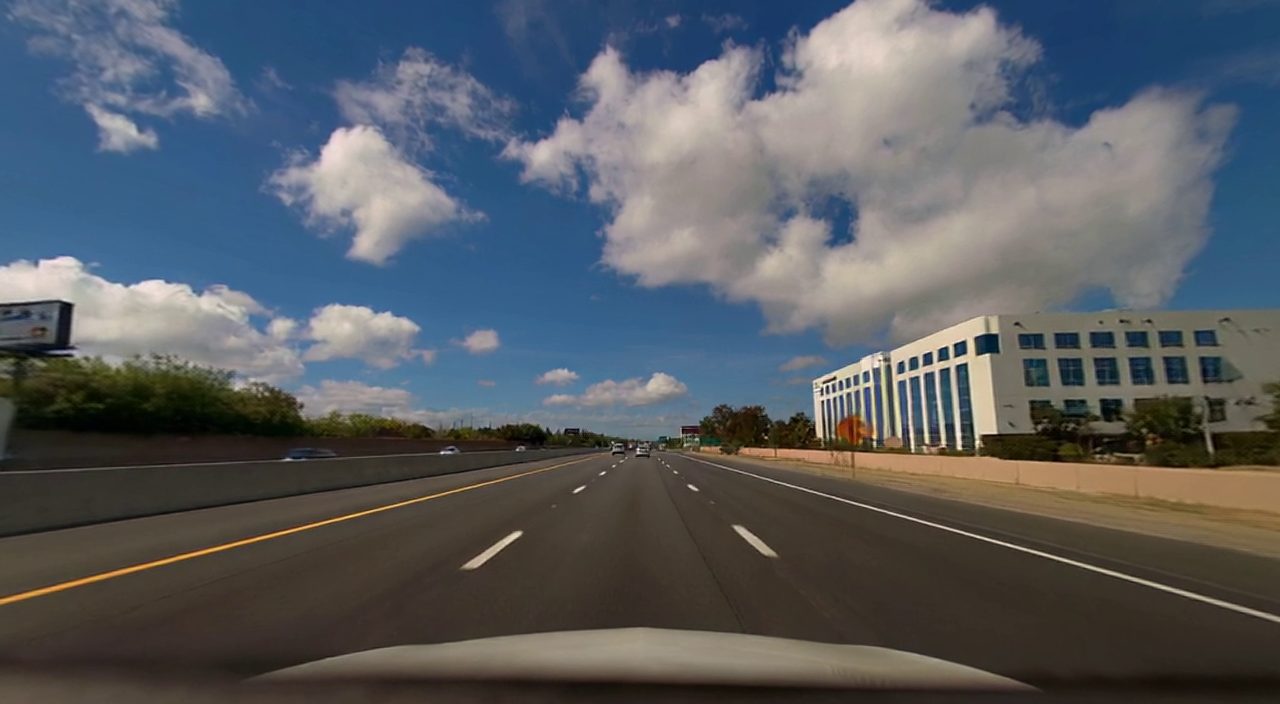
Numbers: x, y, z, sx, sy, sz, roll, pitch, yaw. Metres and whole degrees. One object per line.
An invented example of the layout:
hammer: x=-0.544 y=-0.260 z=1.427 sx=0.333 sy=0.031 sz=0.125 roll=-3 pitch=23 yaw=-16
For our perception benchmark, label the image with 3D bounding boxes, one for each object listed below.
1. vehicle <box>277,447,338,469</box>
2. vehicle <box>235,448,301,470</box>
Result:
vehicle: x=-24.378 y=7.742 z=46.347 sx=1.925 sy=1.527 sz=4.646 roll=0 pitch=-9 yaw=1
vehicle: x=-28.171 y=8.089 z=47.922 sx=2.049 sy=1.517 sz=4.763 roll=0 pitch=-9 yaw=1
